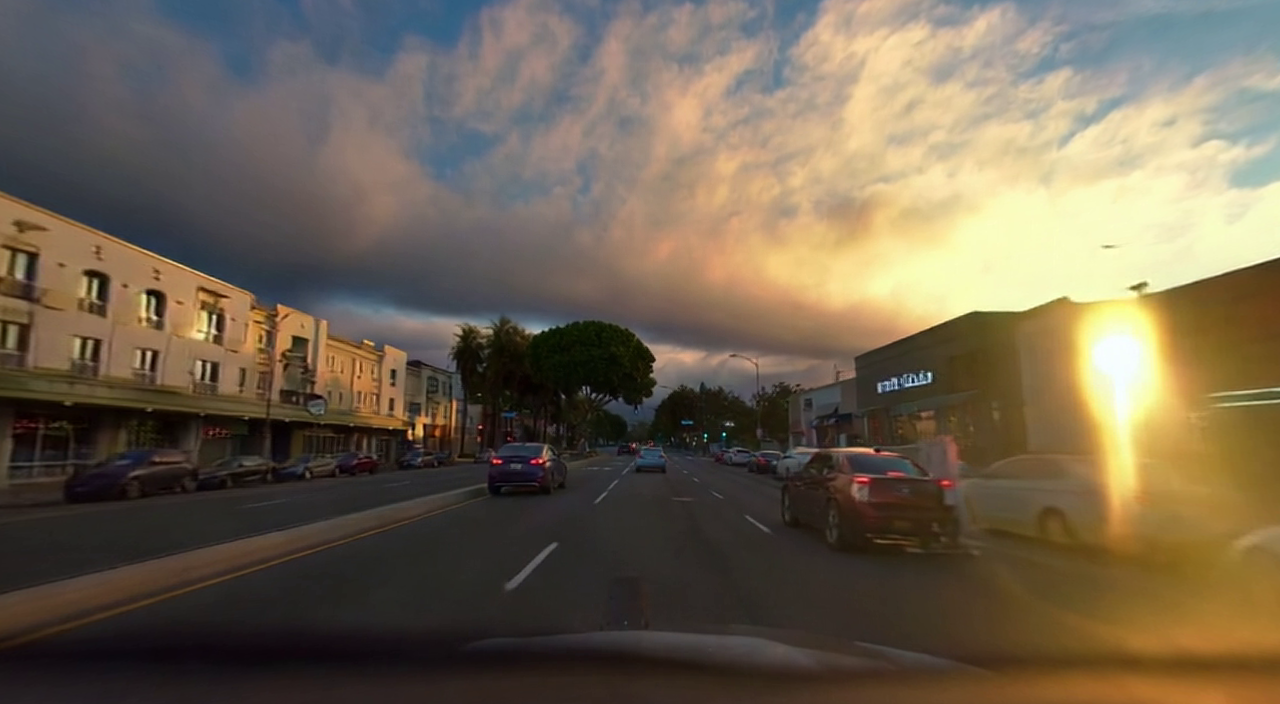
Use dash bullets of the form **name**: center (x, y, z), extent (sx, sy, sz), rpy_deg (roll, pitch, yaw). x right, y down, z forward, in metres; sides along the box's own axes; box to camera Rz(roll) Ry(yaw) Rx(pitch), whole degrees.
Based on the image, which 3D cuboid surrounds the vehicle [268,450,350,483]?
- **vehicle**: center (-16.825, 5.797, 32.285), extent (1.854, 1.466, 4.377), rpy_deg (-2, -8, 0)

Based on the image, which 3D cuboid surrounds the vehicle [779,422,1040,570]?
- **vehicle**: center (3.443, 1.901, 9.042), extent (1.987, 1.637, 3.896), rpy_deg (0, -8, 0)

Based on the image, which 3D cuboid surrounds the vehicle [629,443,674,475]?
- **vehicle**: center (0.538, 5.310, 31.468), extent (2.103, 1.468, 4.094), rpy_deg (0, -8, 0)

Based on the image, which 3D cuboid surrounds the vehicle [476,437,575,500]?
- **vehicle**: center (-3.001, 3.139, 17.382), extent (1.860, 1.510, 4.073), rpy_deg (0, -8, 1)

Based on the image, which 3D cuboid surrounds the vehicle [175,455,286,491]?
- **vehicle**: center (-16.869, 4.976, 26.267), extent (1.668, 1.298, 4.337), rpy_deg (0, -8, 1)

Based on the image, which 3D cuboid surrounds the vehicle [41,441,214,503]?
- **vehicle**: center (-16.880, 3.913, 21.166), extent (2.089, 1.756, 4.486), rpy_deg (-2, -8, -1)

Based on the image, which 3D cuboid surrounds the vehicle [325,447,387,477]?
- **vehicle**: center (-16.729, 6.463, 37.377), extent (1.825, 1.560, 4.109), rpy_deg (-2, -8, -1)

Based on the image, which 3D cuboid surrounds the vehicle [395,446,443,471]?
- **vehicle**: center (-16.591, 7.984, 47.503), extent (2.001, 1.760, 4.329), rpy_deg (-2, -9, 1)

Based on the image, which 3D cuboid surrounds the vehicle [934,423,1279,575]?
- **vehicle**: center (7.089, 2.141, 10.216), extent (2.061, 1.773, 5.476), rpy_deg (0, -8, 1)
